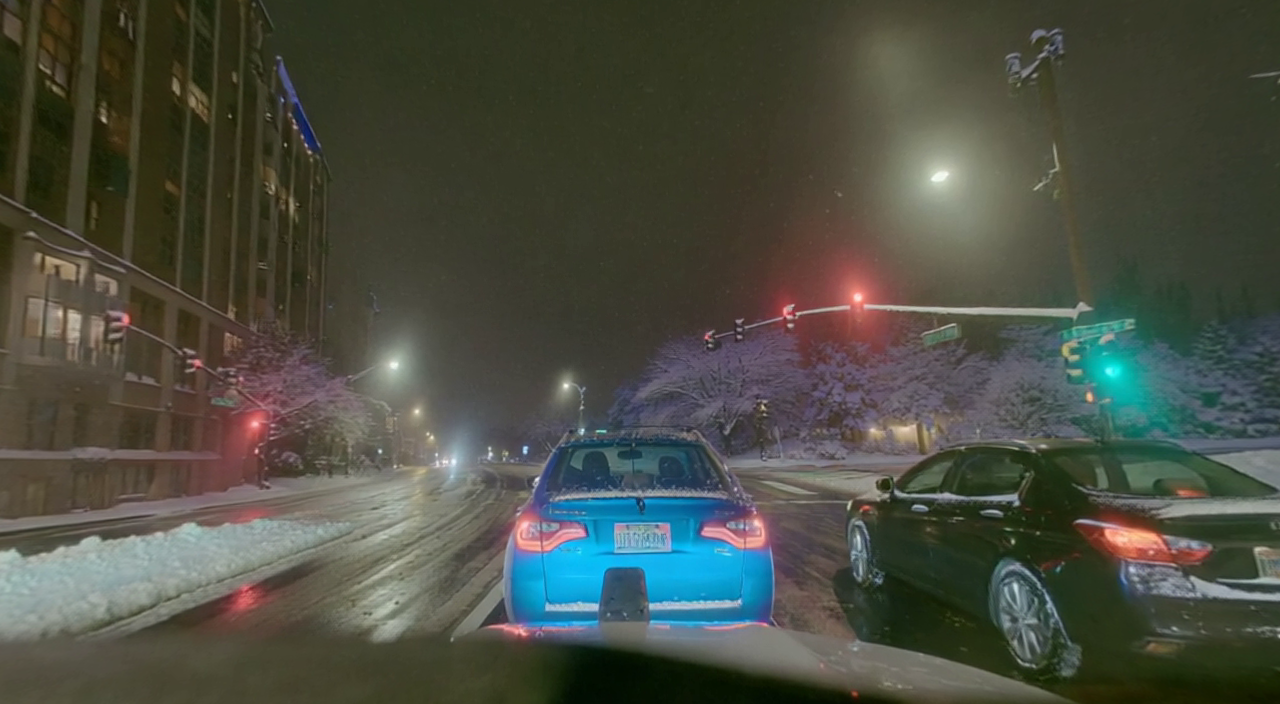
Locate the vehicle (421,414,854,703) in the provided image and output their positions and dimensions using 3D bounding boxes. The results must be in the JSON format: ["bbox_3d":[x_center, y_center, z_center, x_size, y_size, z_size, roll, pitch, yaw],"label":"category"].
[{"bbox_3d":[-0.045,1.352,5.157,2.094,1.481,4.078,0,-8,-1],"label":"vehicle"}]

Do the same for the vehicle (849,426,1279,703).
[{"bbox_3d":[3.353,1.377,5.083,1.860,1.430,4.089,0,-8,-1],"label":"vehicle"}]
